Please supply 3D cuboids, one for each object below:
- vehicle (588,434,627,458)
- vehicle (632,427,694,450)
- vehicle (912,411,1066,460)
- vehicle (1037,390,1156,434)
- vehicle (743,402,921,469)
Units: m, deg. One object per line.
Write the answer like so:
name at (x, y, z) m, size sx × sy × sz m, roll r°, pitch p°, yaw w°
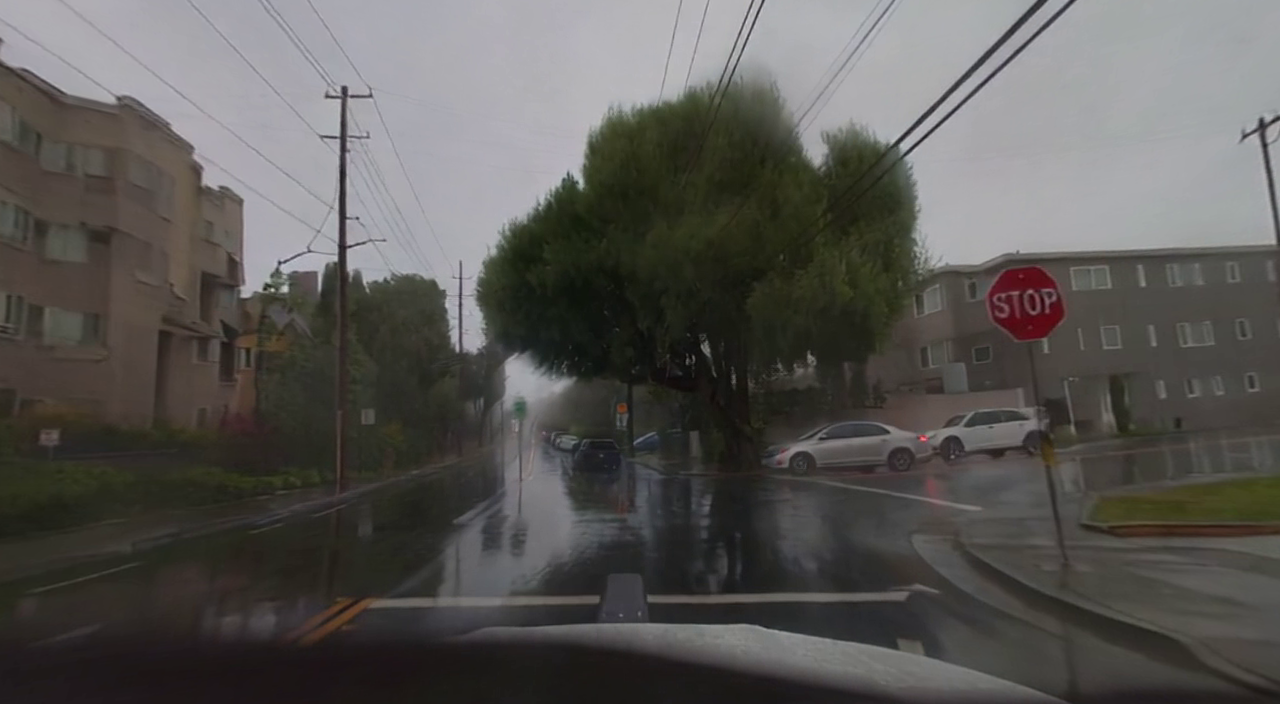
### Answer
vehicle at (-2.174, 6.236, 41.768) m, size 1.918 × 1.475 × 4.060 m, roll 2°, pitch -9°, yaw -12°
vehicle at (1.739, 6.599, 48.302) m, size 4.424 × 1.645 × 1.820 m, roll 2°, pitch -9°, yaw -14°
vehicle at (12.998, 3.140, 23.649) m, size 4.830 × 1.490 × 1.878 m, roll -2°, pitch -9°, yaw -11°
vehicle at (22.037, 2.980, 30.762) m, size 1.976 × 1.876 × 4.405 m, roll 1°, pitch -9°, yaw -10°
vehicle at (5.635, 2.598, 19.217) m, size 4.790 × 1.872 × 2.155 m, roll -1°, pitch -11°, yaw 7°
